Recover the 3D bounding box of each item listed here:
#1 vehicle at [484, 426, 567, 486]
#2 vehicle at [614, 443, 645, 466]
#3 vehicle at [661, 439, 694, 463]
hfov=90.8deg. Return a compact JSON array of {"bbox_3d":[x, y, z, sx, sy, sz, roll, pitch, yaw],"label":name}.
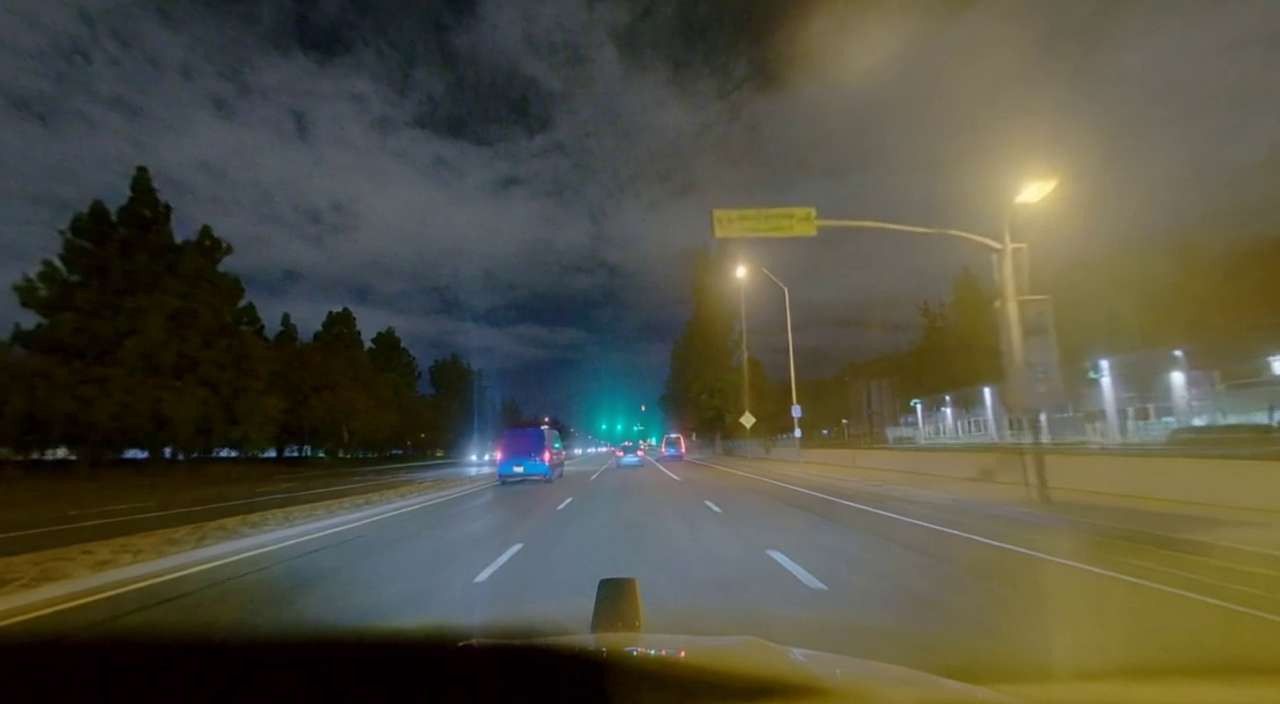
[{"bbox_3d":[-3.879,3.648,22.329,2.075,1.863,4.744,0,-9,-1],"label":"vehicle"},{"bbox_3d":[-0.729,6.968,43.043,2.039,1.455,3.826,0,-9,-2],"label":"vehicle"},{"bbox_3d":[2.855,7.719,49.224,2.181,1.781,4.257,0,-9,-1],"label":"vehicle"}]
